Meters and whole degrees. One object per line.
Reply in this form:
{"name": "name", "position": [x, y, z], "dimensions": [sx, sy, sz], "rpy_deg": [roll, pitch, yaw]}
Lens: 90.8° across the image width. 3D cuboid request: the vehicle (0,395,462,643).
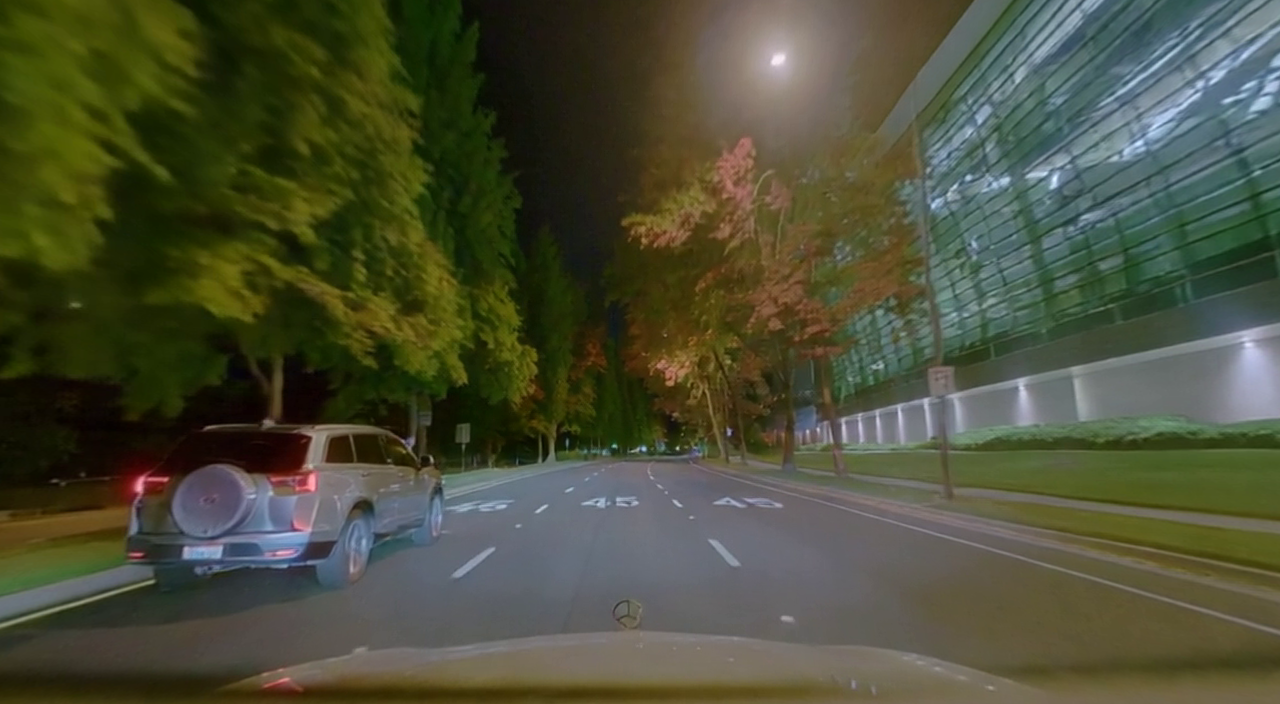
{"name": "vehicle", "position": [-3.584, 1.508, 6.738], "dimensions": [2.067, 1.700, 4.561], "rpy_deg": [0, -9, -1]}
